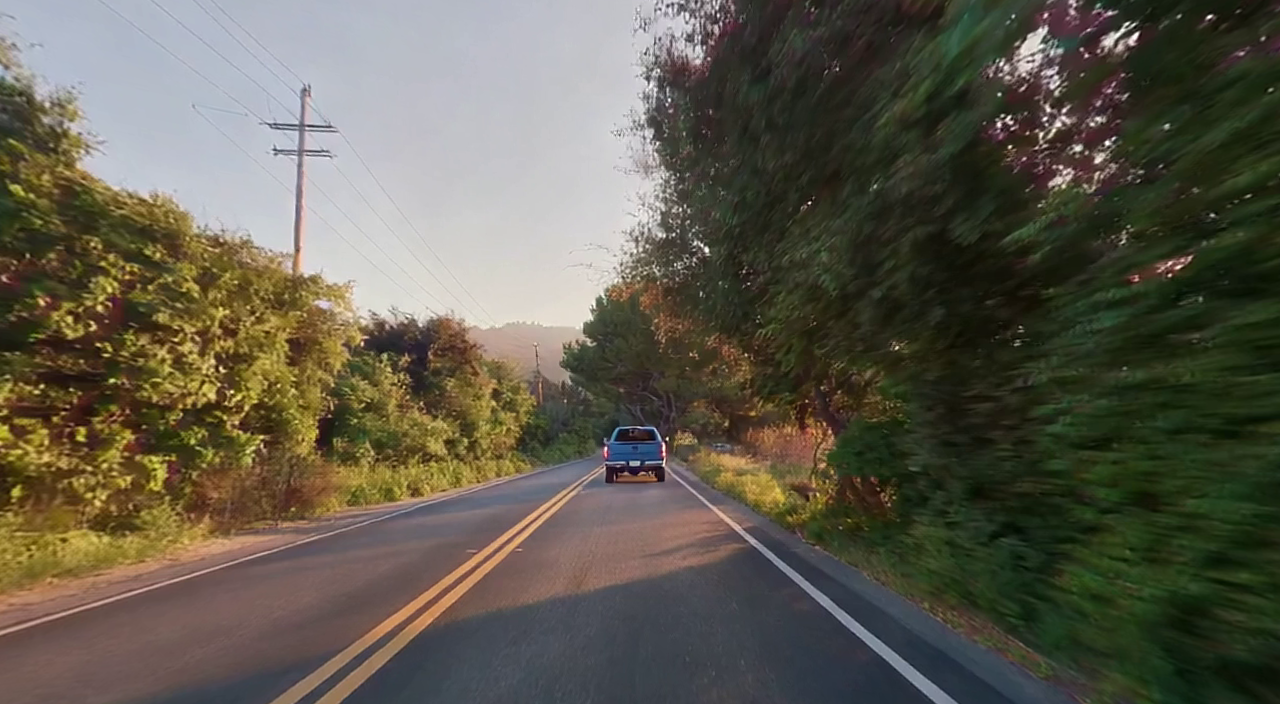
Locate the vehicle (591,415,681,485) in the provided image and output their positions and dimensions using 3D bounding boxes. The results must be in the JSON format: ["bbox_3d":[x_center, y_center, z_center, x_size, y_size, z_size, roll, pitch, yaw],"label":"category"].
[{"bbox_3d":[-0.204,3.856,25.091,3.021,2.326,7.410,0,-8,-1],"label":"vehicle"}]
